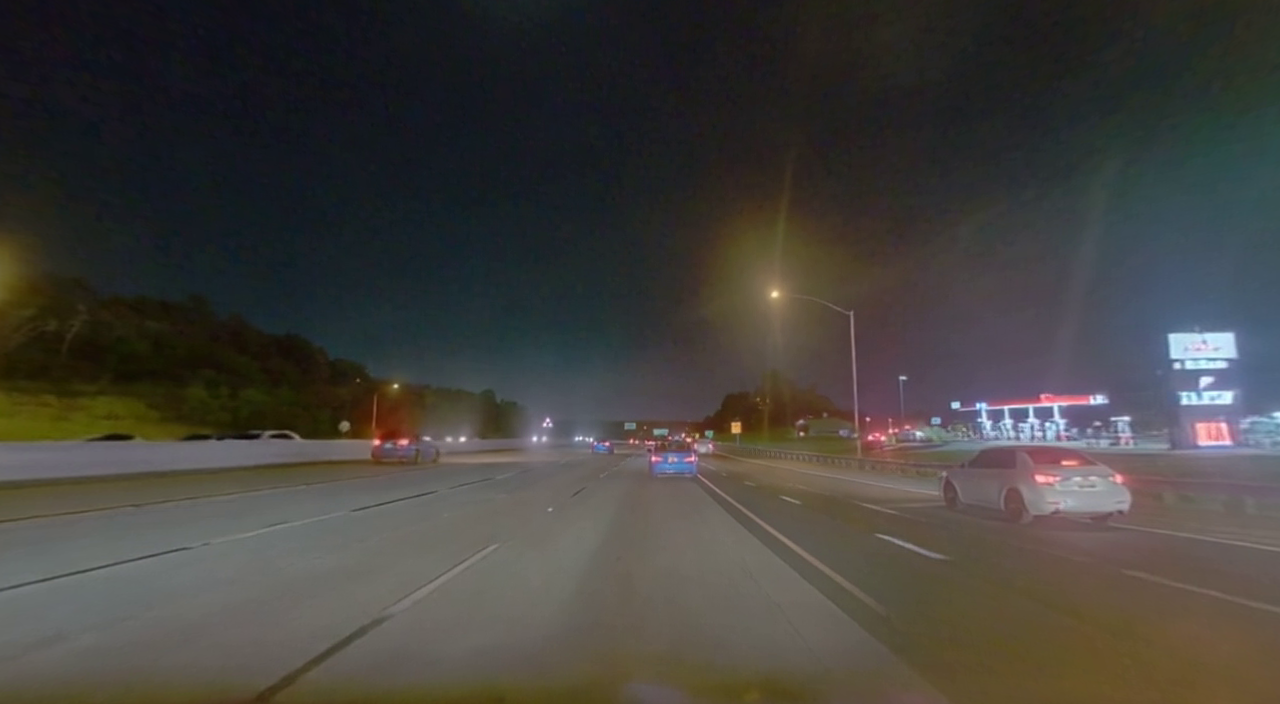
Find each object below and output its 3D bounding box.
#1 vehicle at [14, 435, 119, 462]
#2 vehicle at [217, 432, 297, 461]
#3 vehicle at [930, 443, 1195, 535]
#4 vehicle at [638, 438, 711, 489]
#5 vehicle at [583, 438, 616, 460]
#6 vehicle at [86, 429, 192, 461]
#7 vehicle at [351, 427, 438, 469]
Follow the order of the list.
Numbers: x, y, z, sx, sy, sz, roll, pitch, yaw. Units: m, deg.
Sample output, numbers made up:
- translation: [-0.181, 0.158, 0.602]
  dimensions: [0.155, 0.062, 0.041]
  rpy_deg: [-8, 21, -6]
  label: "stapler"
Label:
- translation: [-32.533, 5.508, 35.978]
  dimensions: [1.717, 1.425, 4.484]
  rpy_deg: [0, -8, 1]
  label: "vehicle"
- translation: [-21.192, 5.259, 35.118]
  dimensions: [1.778, 1.462, 4.185]
  rpy_deg: [0, -8, 1]
  label: "vehicle"
- translation: [7.763, 2.520, 12.281]
  dimensions: [2.030, 1.442, 4.358]
  rpy_deg: [1, -8, -2]
  label: "vehicle"
- translation: [0.995, 3.511, 20.214]
  dimensions: [2.113, 1.464, 4.073]
  rpy_deg: [0, -8, 0]
  label: "vehicle"
- translation: [-2.995, 7.272, 47.311]
  dimensions: [2.047, 1.497, 4.208]
  rpy_deg: [0, -8, 2]
  label: "vehicle"
- translation: [-25.328, 4.739, 32.109]
  dimensions: [1.835, 1.487, 4.234]
  rpy_deg: [0, -8, 1]
  label: "vehicle"
- translation: [-10.588, 4.174, 27.593]
  dimensions: [1.950, 1.664, 4.403]
  rpy_deg: [0, -8, 1]
  label: "vehicle"
